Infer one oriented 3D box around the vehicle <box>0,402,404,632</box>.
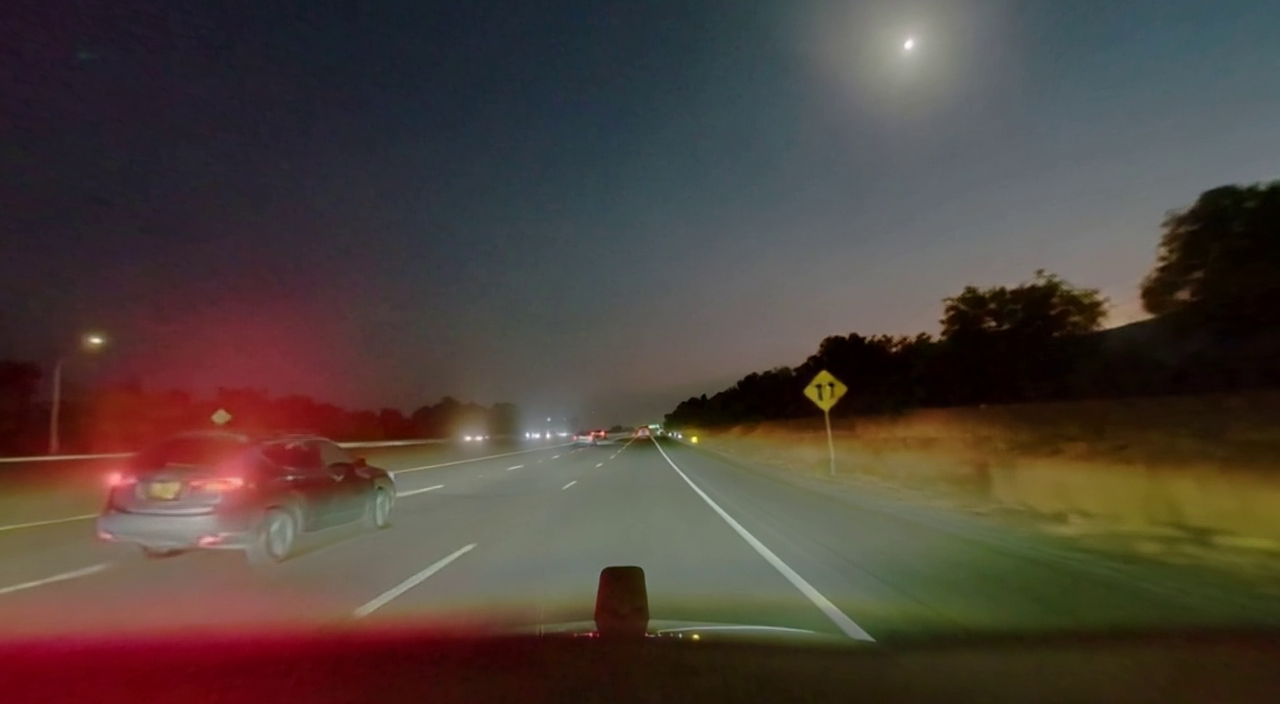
[{"bbox_3d":[-4.500,1.478,6.742,2.071,1.556,4.729,0,-8,1],"label":"vehicle"}]
